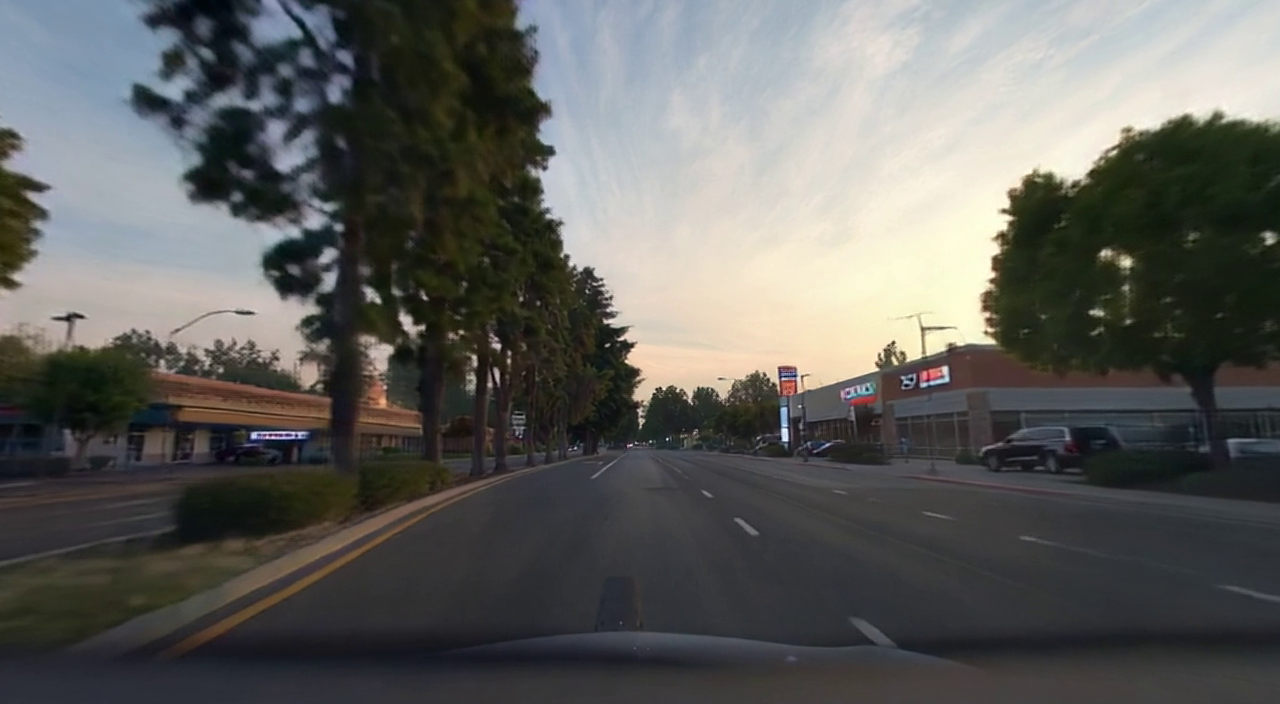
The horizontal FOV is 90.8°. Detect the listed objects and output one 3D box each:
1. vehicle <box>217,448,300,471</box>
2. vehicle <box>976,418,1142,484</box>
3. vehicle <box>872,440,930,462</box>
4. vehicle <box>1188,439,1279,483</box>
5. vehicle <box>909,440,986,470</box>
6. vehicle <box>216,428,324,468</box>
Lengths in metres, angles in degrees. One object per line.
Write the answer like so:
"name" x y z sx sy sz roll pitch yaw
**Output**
"vehicle" -27.504 7.766 45.651 4.564 1.494 2.183 -1 -10 -2
"vehicle" 14.947 3.611 23.080 2.235 2.016 5.481 -2 -9 0
"vehicle" 18.654 7.125 45.403 1.846 1.466 4.679 1 -9 -4
"vehicle" 22.673 3.857 22.561 1.791 1.458 4.316 0 -9 -12
"vehicle" 16.449 5.517 34.088 1.880 1.477 4.556 0 -9 1
"vehicle" -28.248 7.377 48.448 6.354 2.899 2.812 0 -9 0
